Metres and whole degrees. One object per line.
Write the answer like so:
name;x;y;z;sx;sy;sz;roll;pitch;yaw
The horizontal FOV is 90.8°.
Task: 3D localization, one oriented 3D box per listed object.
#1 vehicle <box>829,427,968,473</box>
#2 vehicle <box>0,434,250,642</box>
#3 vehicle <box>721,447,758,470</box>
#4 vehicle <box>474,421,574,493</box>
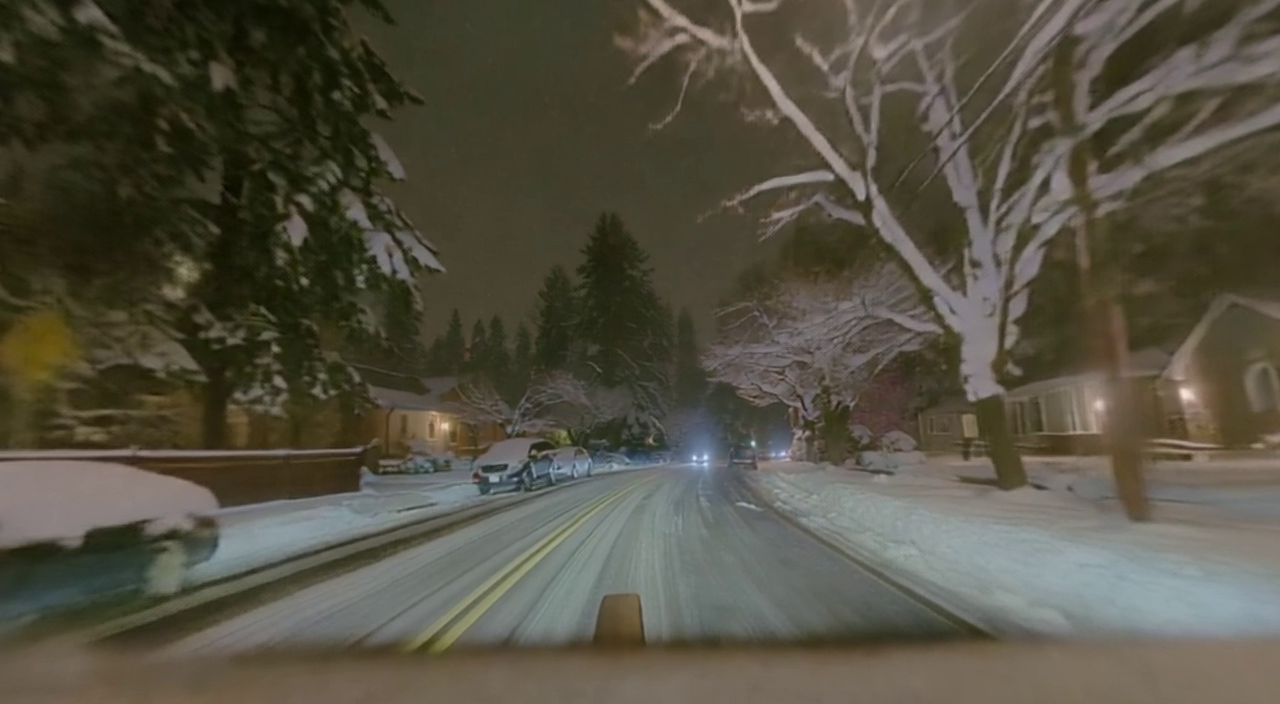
vehicle;11.382;4.386;28.234;5.325;1.939;2.150;-2;-9;11
vehicle;-5.936;1.718;5.809;2.005;1.557;4.172;-3;-14;0
vehicle;6.589;6.948;41.475;1.948;1.408;4.345;-3;-9;14
vehicle;-4.511;4.442;25.741;2.334;2.126;6.444;-5;-15;5
